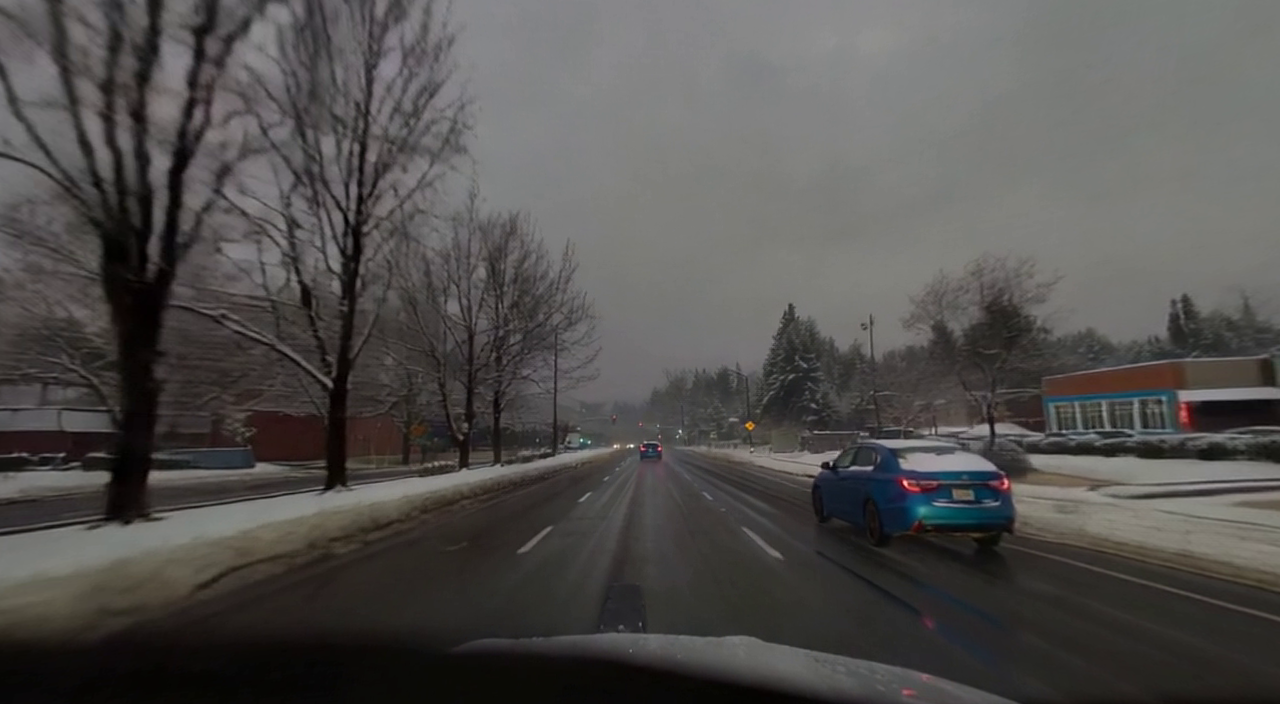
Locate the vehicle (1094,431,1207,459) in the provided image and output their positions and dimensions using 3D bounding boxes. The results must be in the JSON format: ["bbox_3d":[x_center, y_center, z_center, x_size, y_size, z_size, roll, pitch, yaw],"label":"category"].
[{"bbox_3d":[27.673,5.063,34.128,4.440,1.475,1.906,0,-9,0],"label":"vehicle"}]

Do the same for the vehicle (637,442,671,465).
[{"bbox_3d":[0.916,6.806,42.227,2.144,1.505,4.128,0,-9,0],"label":"vehicle"}]

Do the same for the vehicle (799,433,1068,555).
[{"bbox_3d":[4.211,2.099,10.080,2.053,1.482,4.568,0,-9,-1],"label":"vehicle"}]
